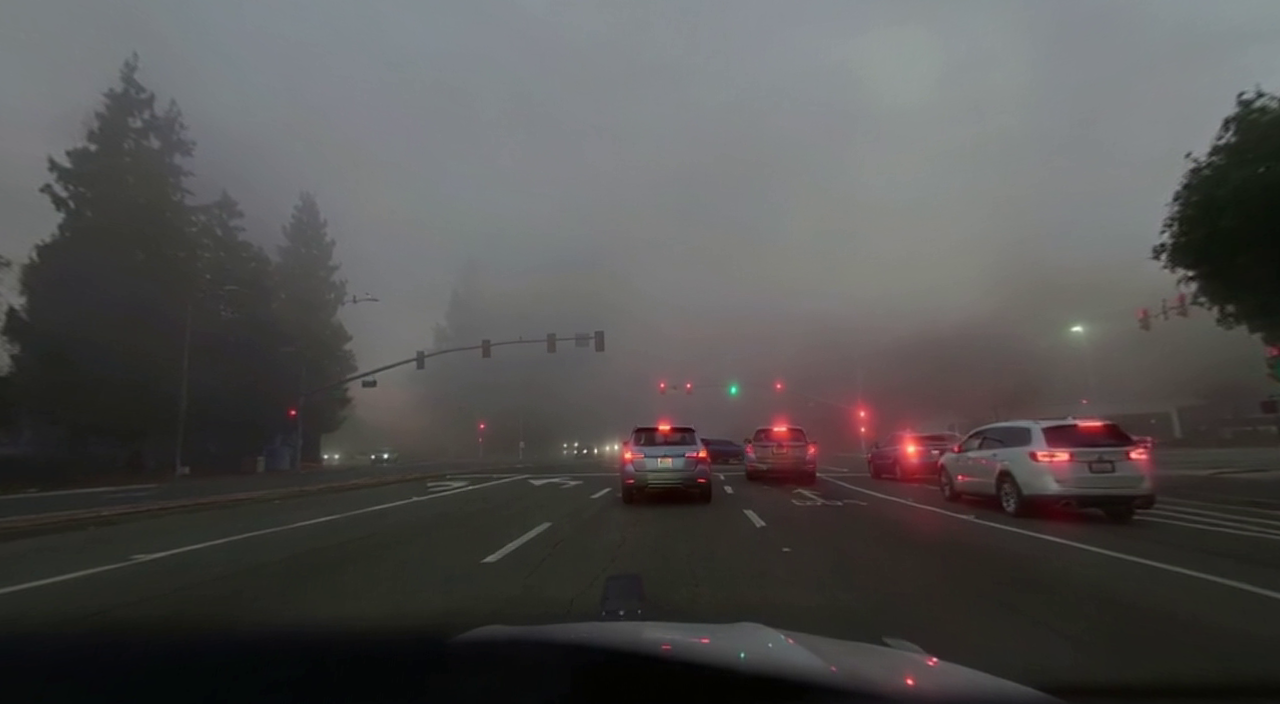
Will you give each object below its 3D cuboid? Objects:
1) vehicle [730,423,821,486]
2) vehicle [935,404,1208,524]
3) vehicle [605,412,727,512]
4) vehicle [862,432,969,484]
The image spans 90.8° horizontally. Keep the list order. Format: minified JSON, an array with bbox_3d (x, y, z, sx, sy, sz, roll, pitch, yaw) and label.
[{"bbox_3d":[4.190,3.262,20.378,2.188,1.774,4.646,0,-9,4],"label":"vehicle"},{"bbox_3d":[7.564,2.023,11.813,2.074,1.791,4.393,0,-9,2],"label":"vehicle"},{"bbox_3d":[0.541,2.300,13.612,2.211,1.795,4.179,0,-9,2],"label":"vehicle"},{"bbox_3d":[8.691,3.384,20.371,1.862,1.471,4.297,-1,-9,5],"label":"vehicle"}]
